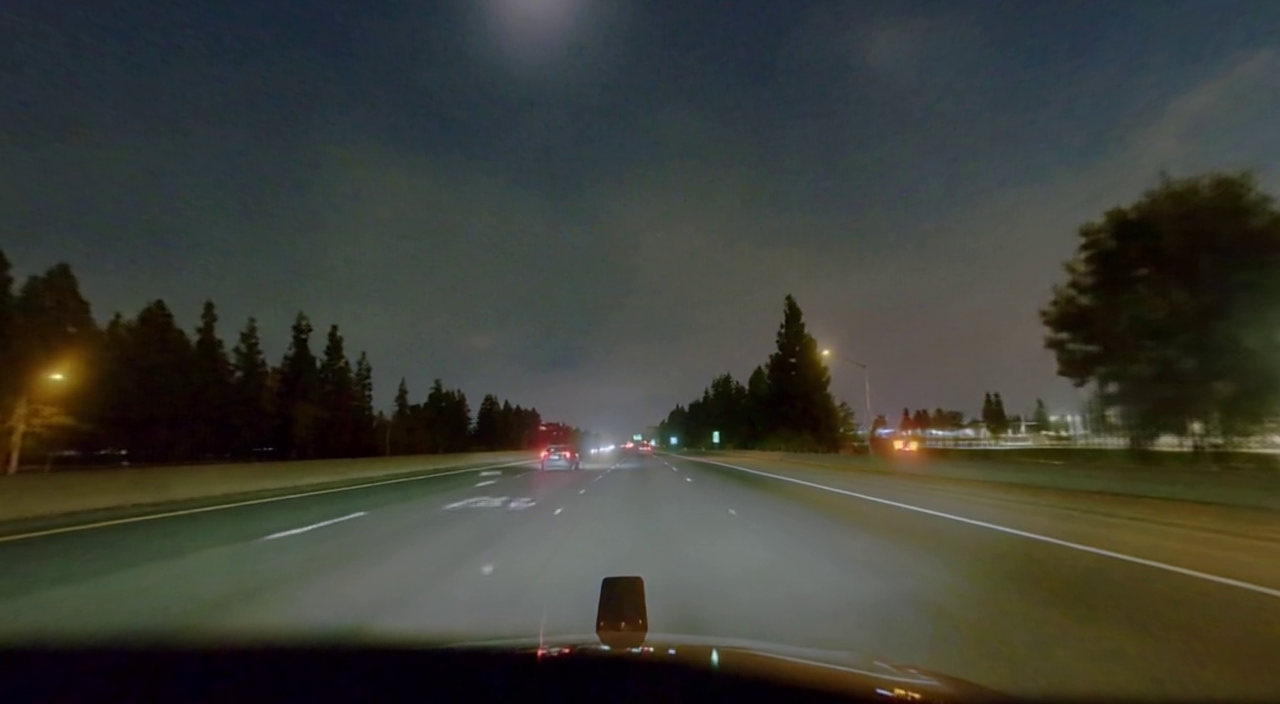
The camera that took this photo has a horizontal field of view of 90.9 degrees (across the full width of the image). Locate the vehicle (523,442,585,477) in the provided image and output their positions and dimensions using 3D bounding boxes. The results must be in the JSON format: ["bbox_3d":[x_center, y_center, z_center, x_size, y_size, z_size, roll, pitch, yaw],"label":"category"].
[{"bbox_3d":[-3.754,4.755,28.221,2.128,1.450,4.078,0,-8,1],"label":"vehicle"}]
